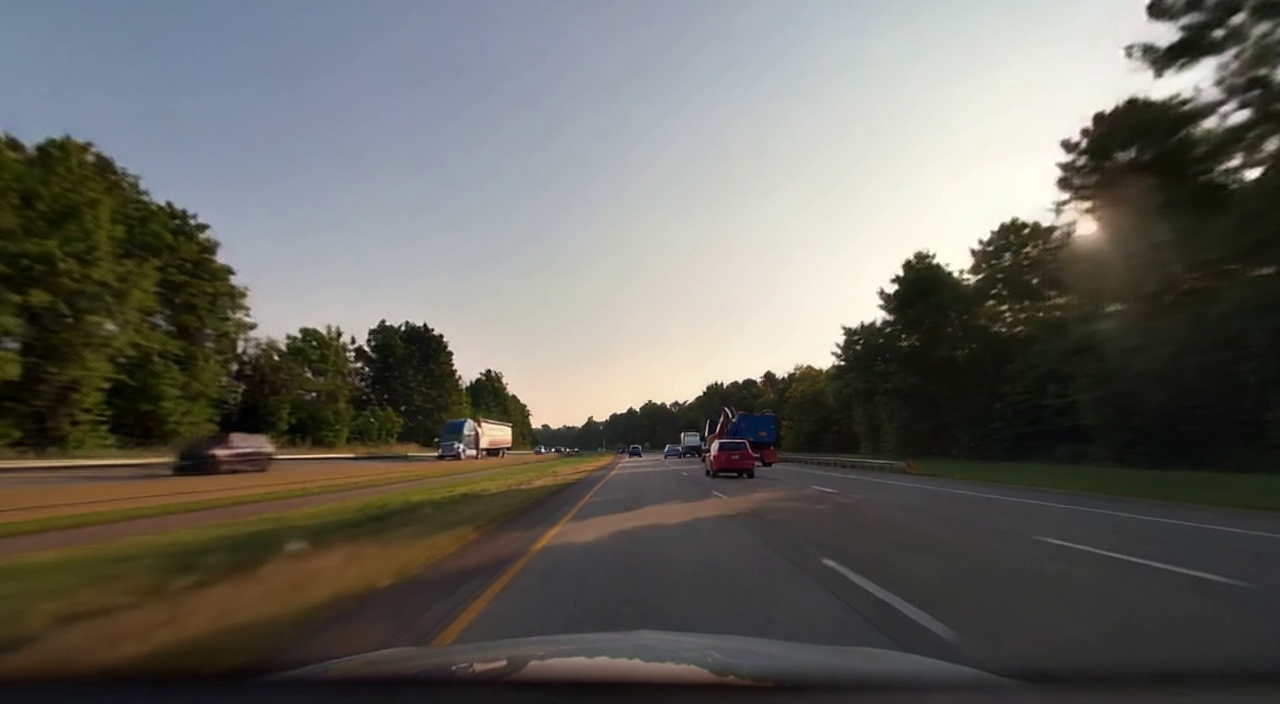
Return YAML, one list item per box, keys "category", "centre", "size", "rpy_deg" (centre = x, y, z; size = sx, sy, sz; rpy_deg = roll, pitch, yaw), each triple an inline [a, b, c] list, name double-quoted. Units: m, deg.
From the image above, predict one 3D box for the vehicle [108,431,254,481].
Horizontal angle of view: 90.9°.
- category: "vehicle"
  centre: [-15.906, 3.635, 22.203]
  size: [1.912, 1.583, 4.288]
  rpy_deg: [0, -9, 0]

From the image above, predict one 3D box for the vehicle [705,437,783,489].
- category: "vehicle"
  centre: [3.598, 3.946, 22.644]
  size: [2.022, 1.658, 4.132]
  rpy_deg: [0, -9, -1]
